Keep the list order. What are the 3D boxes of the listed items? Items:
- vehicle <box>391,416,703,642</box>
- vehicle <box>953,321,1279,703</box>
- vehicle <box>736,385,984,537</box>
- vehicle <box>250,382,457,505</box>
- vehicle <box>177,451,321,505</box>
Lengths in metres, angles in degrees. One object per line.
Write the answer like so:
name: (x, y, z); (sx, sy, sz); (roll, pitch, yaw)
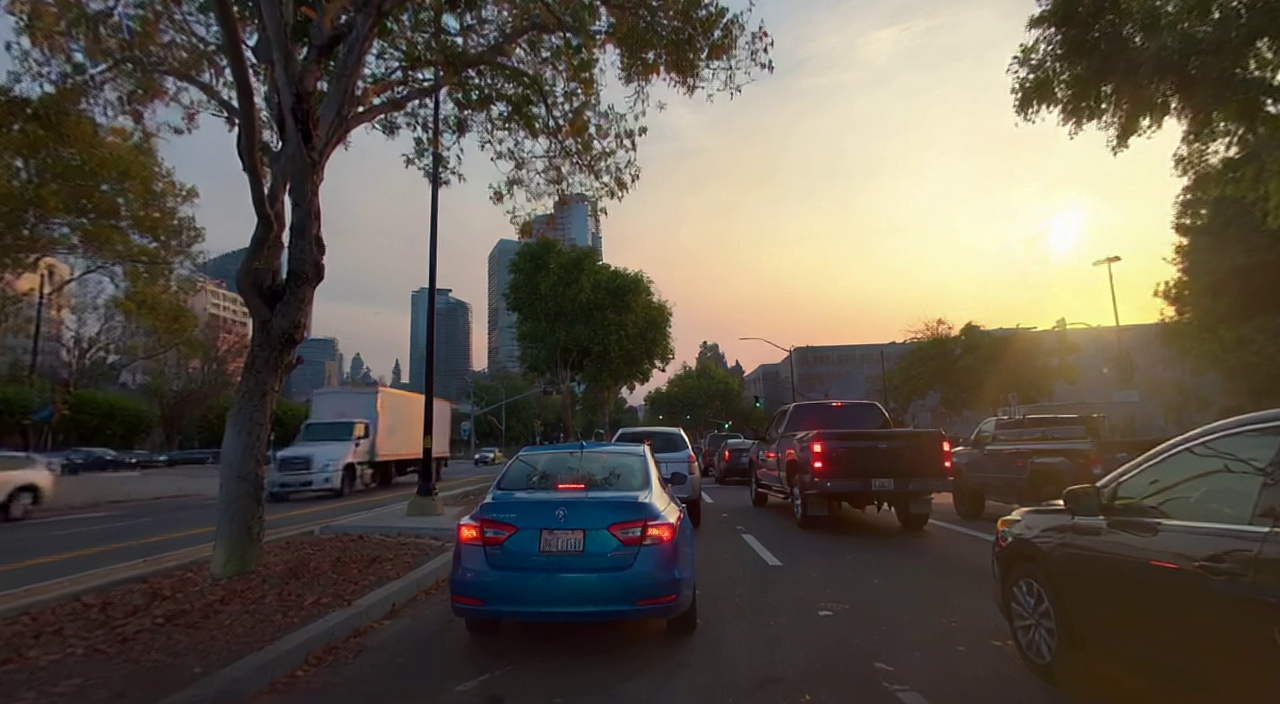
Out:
vehicle: (-0.581, 1.499, 6.327); (2.111, 1.506, 4.018); (0, -9, 2)
vehicle: (3.157, 0.751, 2.066); (1.982, 1.709, 4.427); (0, -9, 1)
vehicle: (3.515, 1.945, 11.689); (2.444, 2.098, 5.766); (0, -8, -1)
vehicle: (-8.880, 3.059, 21.038); (2.931, 3.265, 8.387); (0, -9, 0)
vehicle: (-12.614, 4.060, 20.634); (2.055, 1.524, 4.074); (0, -9, 1)
